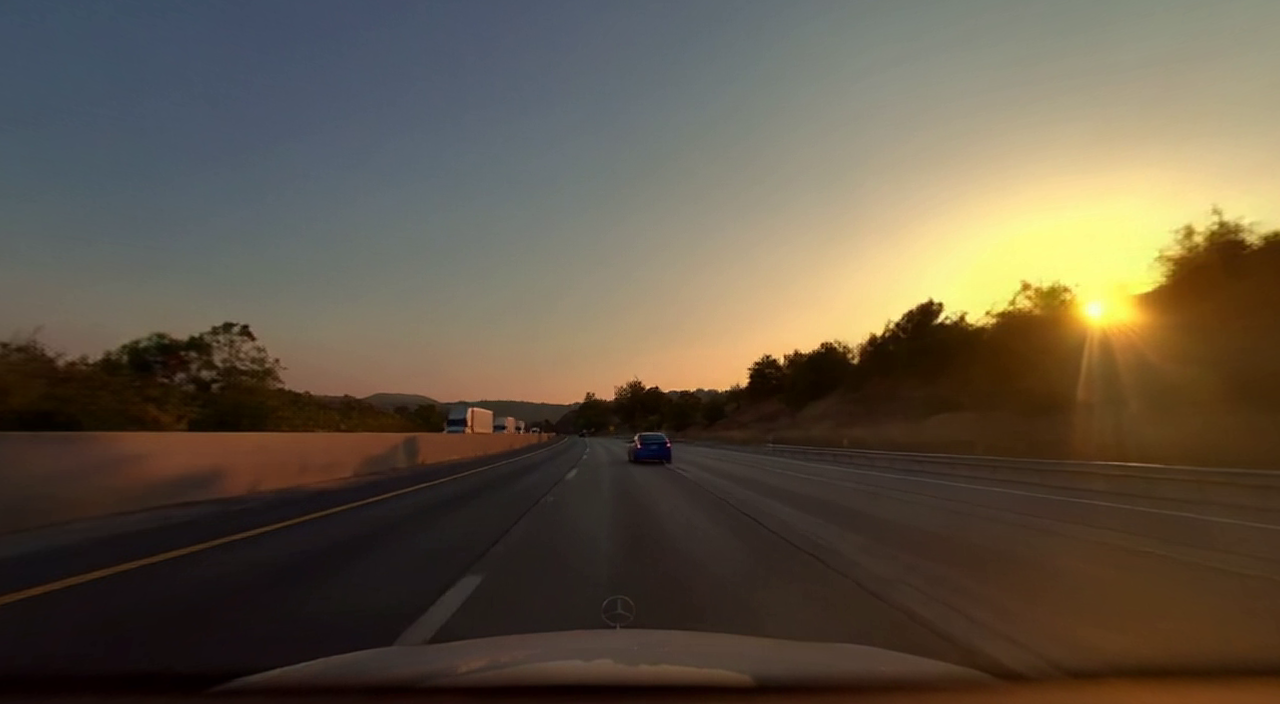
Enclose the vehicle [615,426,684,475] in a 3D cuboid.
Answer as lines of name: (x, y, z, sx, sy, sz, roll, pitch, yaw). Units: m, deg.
vehicle: (0.230, 3.481, 22.637, 1.997, 1.589, 4.179, 1, -8, -6)
